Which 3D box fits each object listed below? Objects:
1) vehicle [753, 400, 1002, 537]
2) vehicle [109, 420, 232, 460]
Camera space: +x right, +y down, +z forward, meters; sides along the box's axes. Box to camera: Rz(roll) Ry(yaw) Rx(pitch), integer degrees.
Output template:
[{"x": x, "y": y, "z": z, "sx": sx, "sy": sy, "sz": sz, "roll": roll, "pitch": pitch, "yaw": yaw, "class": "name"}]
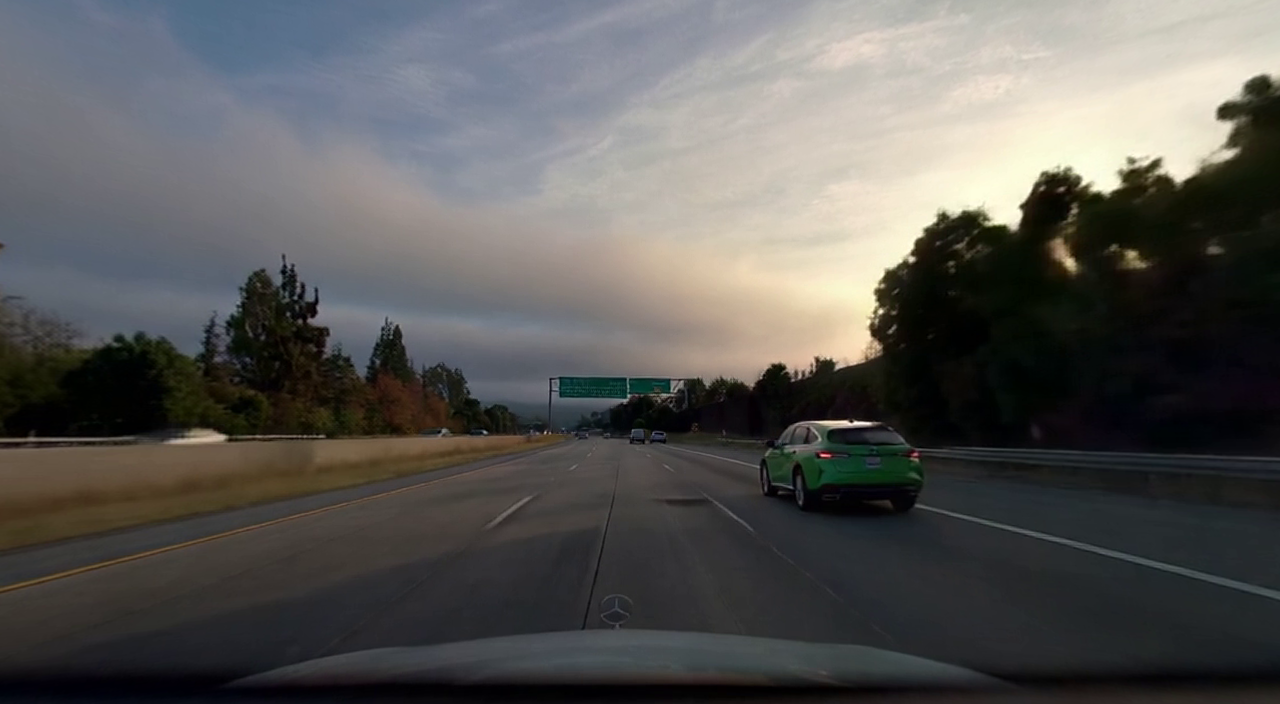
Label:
[{"x": 3.294, "y": 1.718, "z": 9.882, "sx": 2.107, "sy": 1.642, "sz": 4.331, "roll": 0, "pitch": -8, "yaw": -2, "class": "vehicle"}, {"x": -20.164, "y": 3.817, "z": 27.360, "sx": 1.889, "sy": 1.586, "sz": 4.578, "roll": 0, "pitch": -8, "yaw": -2, "class": "vehicle"}]
